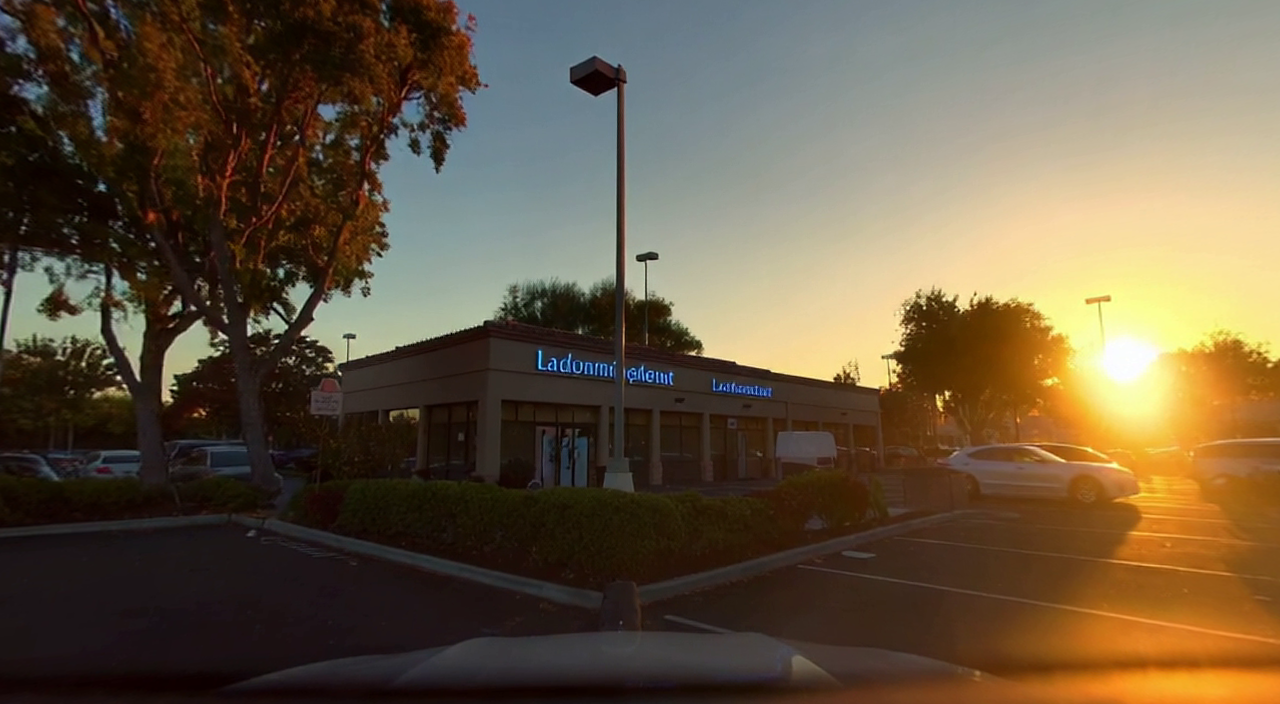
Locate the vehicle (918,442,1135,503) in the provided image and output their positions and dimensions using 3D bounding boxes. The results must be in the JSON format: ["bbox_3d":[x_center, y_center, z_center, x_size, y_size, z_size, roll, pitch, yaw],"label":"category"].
[{"bbox_3d":[10.645,3.286,17.675,4.772,1.441,1.976,-8,-12,43],"label":"vehicle"}]

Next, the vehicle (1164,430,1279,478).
[{"bbox_3d":[23.365,3.870,24.094,4.939,1.664,2.055,-10,-10,42],"label":"vehicle"}]

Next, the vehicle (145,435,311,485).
[{"bbox_3d":[-15.248,3.982,23.598,1.921,1.632,4.752,-8,-12,42],"label":"vehicle"}]
